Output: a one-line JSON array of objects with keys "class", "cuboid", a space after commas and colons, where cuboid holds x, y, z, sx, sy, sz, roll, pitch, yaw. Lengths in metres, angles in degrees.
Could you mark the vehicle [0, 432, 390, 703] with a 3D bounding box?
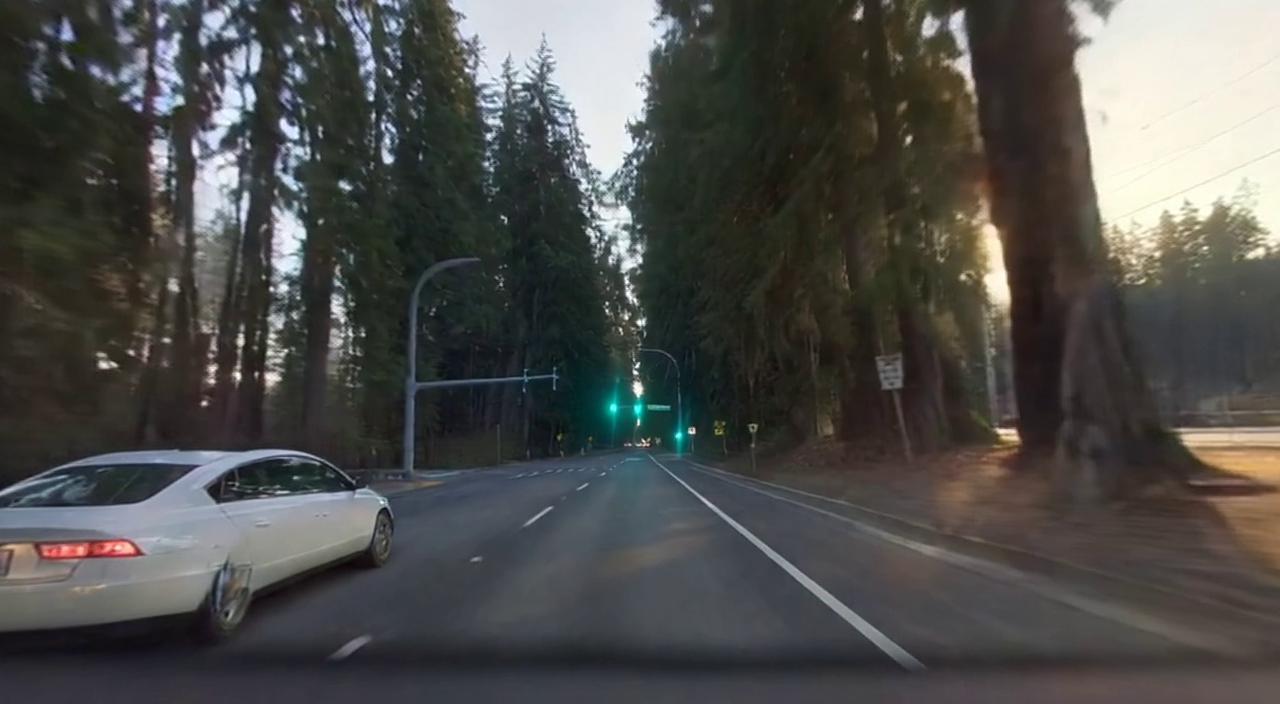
[{"class": "vehicle", "cuboid": [-3.959, 1.448, 5.354, 1.946, 1.437, 4.154, 0, -8, 1]}]
